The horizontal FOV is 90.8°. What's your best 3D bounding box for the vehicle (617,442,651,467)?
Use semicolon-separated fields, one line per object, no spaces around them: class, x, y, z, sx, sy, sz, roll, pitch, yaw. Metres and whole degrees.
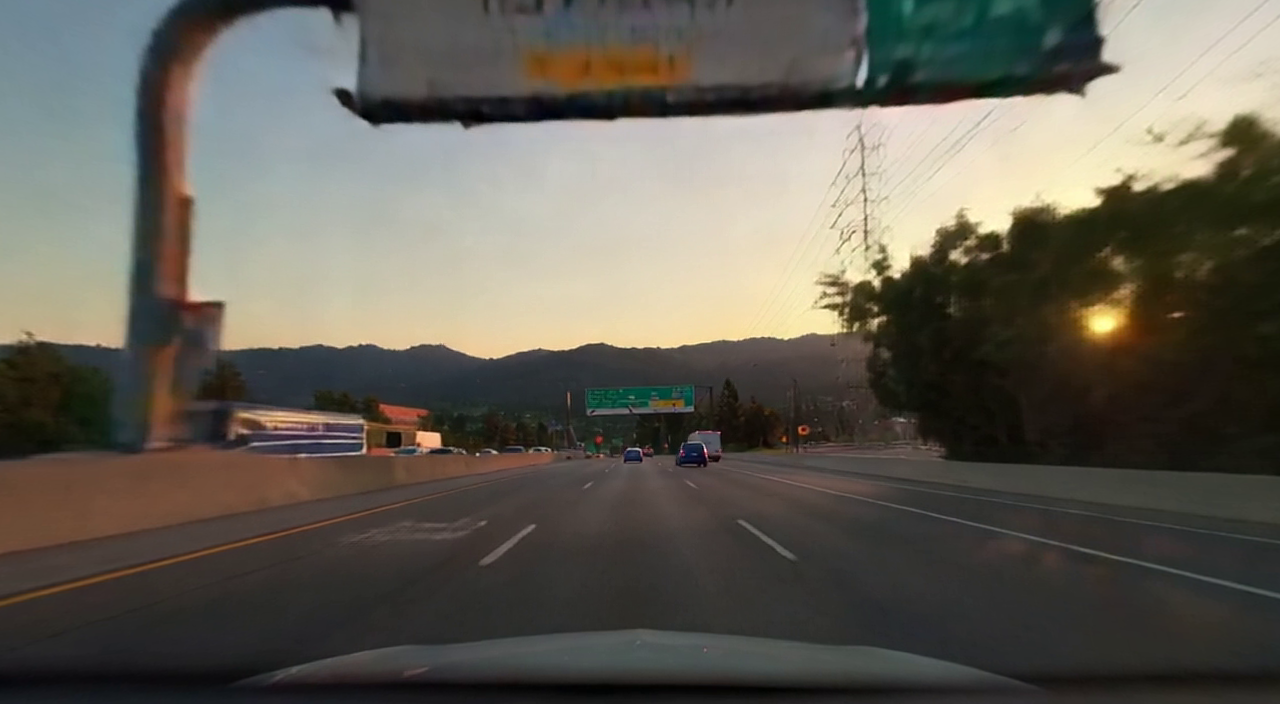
vehicle;-0.429;7.490;46.231;2.325;1.712;4.592;0;-9;0

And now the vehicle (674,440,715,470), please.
vehicle;3.378;6.487;40.004;2.036;1.796;4.470;0;-9;-2

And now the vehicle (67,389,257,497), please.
vehicle;-21.192;4.137;28.708;3.228;4.337;6.550;0;-9;0

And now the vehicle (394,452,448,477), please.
vehicle;-13.886;7.124;40.317;1.872;1.433;4.353;0;-9;0

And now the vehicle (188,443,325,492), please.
vehicle;-13.974;4.218;23.456;2.090;1.598;4.713;0;-9;0
